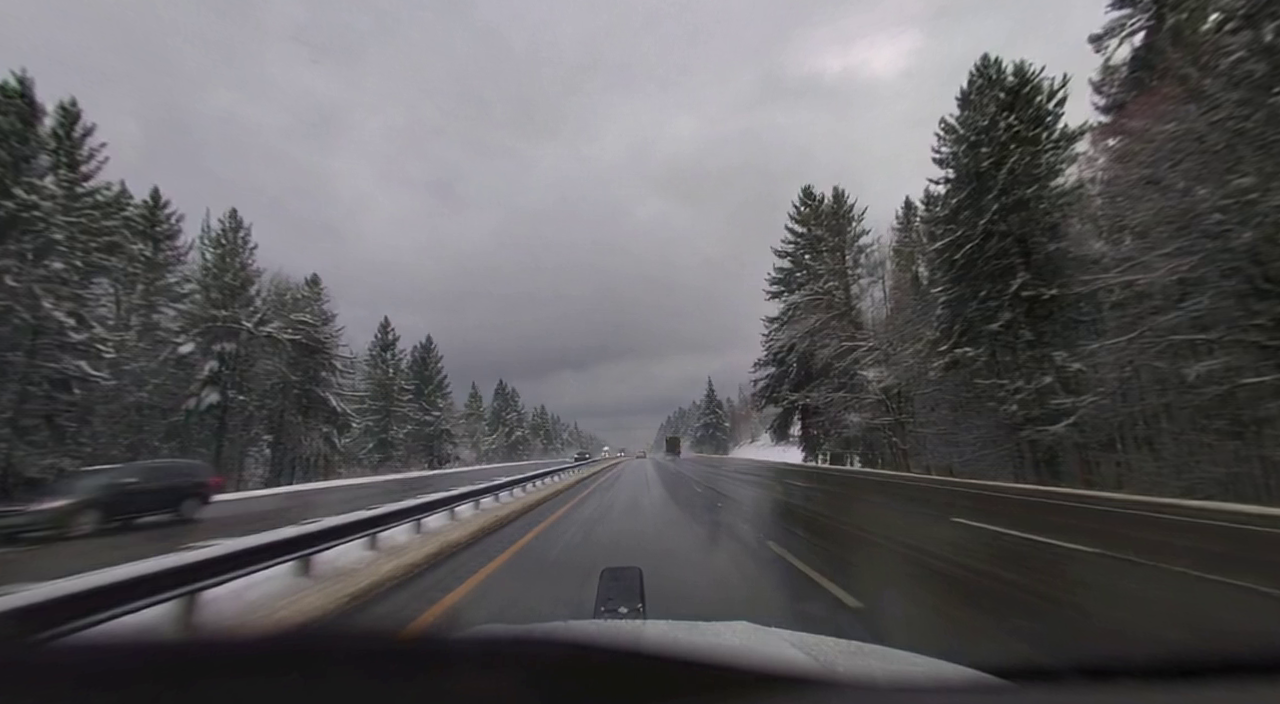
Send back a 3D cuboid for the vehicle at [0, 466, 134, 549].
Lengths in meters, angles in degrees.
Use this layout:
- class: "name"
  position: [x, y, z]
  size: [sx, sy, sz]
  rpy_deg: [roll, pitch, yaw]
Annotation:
- class: "vehicle"
  position: [-13.063, 3.130, 12.893]
  size: [1.850, 1.475, 4.290]
  rpy_deg: [0, -9, 0]
